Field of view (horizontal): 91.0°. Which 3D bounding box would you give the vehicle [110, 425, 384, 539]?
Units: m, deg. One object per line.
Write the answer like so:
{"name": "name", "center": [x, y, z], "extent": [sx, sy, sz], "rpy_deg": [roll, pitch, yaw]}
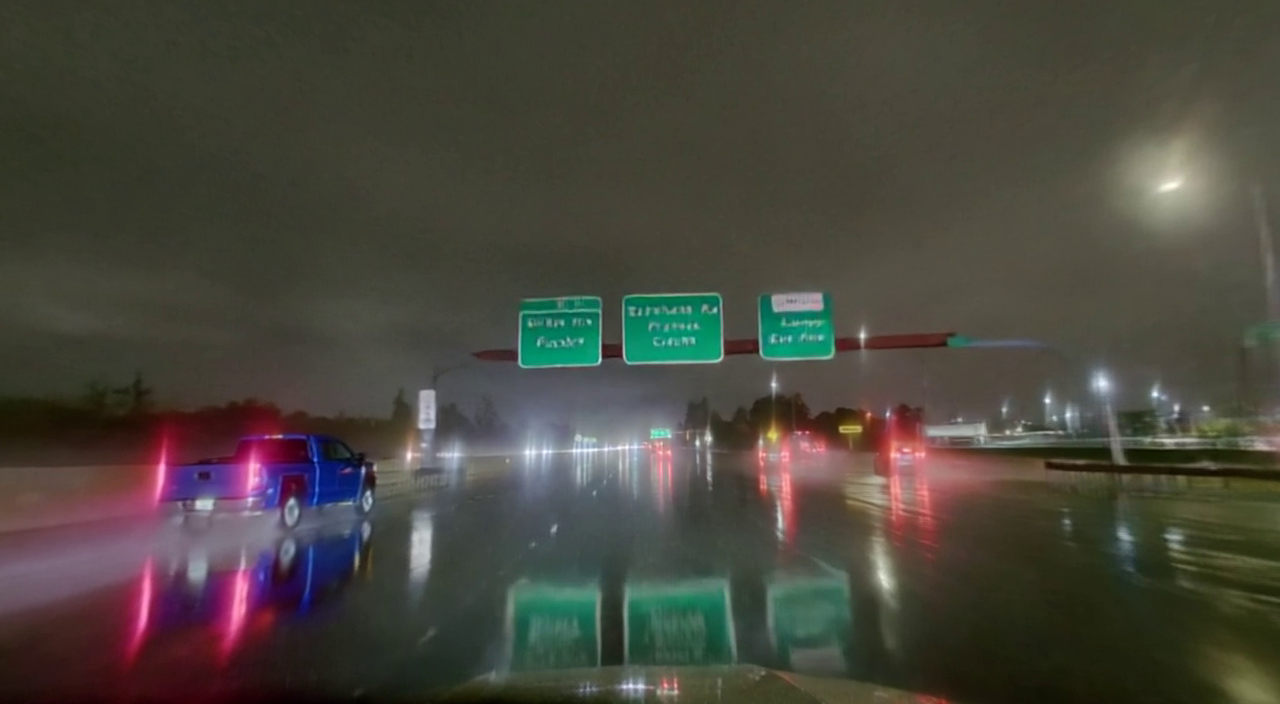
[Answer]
{"name": "vehicle", "center": [-6.974, 2.354, 12.039], "extent": [2.168, 1.729, 4.724], "rpy_deg": [0, -9, 0]}
